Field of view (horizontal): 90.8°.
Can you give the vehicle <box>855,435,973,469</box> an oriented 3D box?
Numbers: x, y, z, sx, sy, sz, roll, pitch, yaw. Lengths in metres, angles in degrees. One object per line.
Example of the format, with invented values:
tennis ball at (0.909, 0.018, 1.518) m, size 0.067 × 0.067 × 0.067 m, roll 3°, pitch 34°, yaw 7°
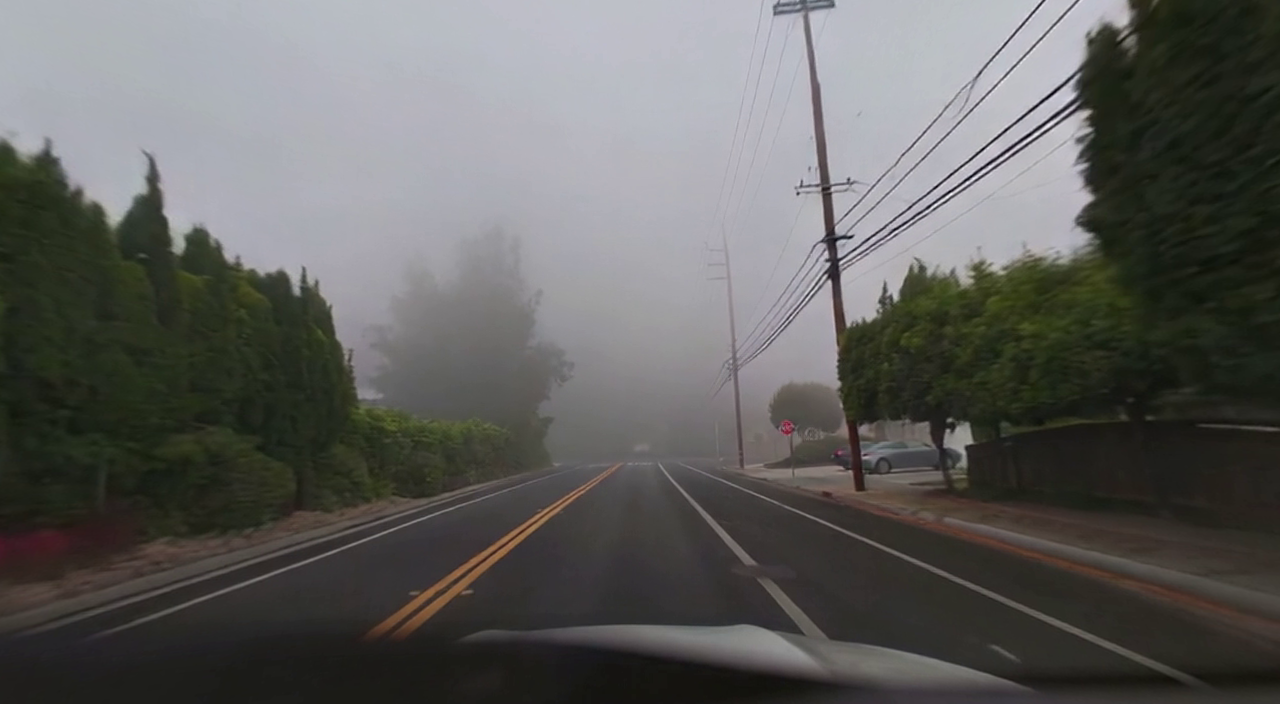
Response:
vehicle at (12.931, 4.748, 30.000) m, size 4.650 × 1.484 × 1.929 m, roll 0°, pitch -8°, yaw 0°
